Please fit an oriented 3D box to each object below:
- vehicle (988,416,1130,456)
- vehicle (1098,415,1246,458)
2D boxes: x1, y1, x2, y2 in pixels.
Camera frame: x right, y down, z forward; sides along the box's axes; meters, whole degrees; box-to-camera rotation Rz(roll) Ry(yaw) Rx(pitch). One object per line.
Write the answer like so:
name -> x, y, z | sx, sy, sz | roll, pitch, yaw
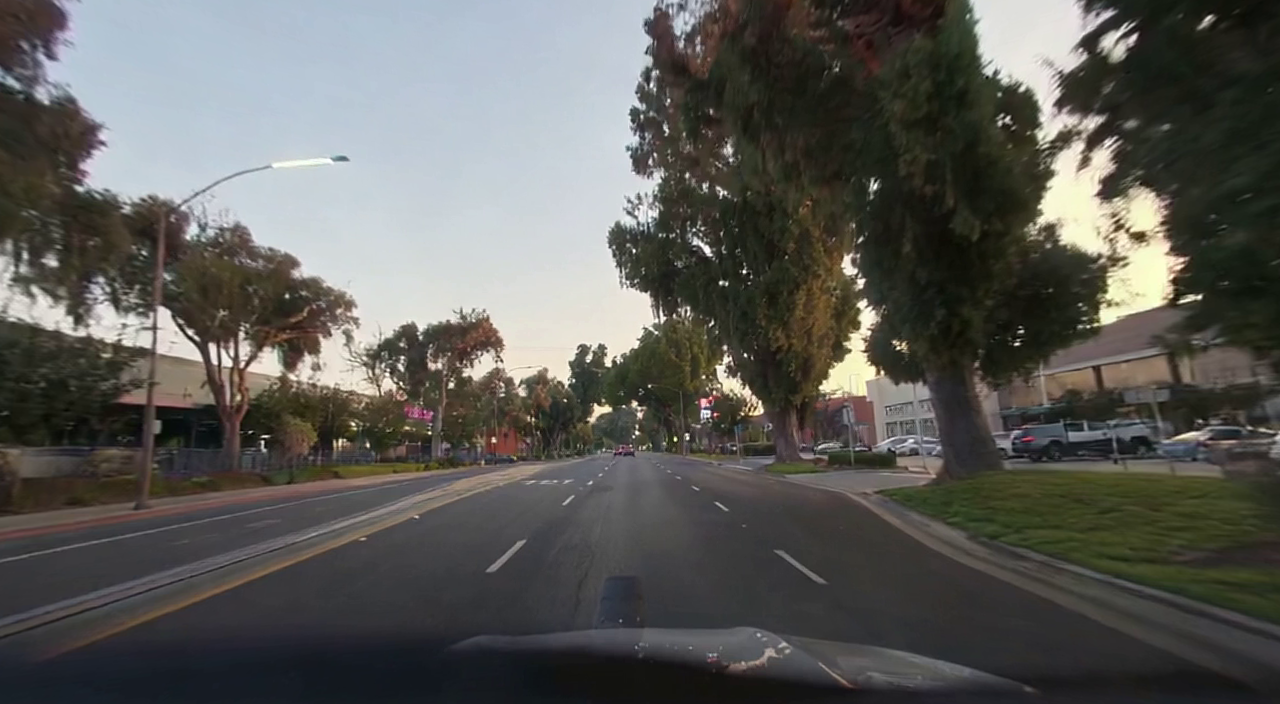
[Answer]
vehicle -> 23.323, 4.724, 35.384 | 6.239, 2.118, 2.380 | 0, -8, -1
vehicle -> 23.874, 3.832, 28.494 | 4.716, 1.834, 2.119 | 0, -8, -1
